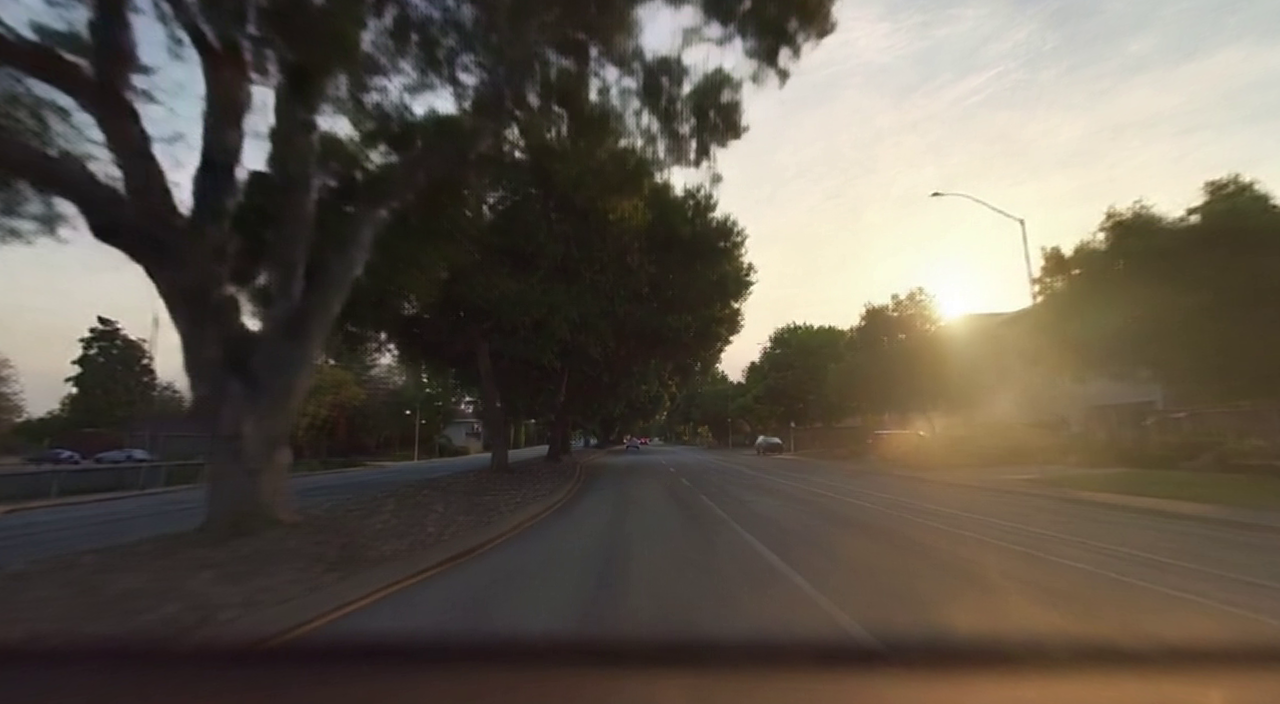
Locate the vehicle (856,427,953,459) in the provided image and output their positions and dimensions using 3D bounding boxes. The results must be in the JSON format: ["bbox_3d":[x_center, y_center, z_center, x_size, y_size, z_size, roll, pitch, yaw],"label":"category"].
[{"bbox_3d":[15.323,5.312,36.780,4.605,1.779,2.135,0,-9,-1],"label":"vehicle"}]

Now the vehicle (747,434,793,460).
[{"bbox_3d":[9.197,6.759,44.966,2.096,1.703,4.583,0,-9,-3],"label":"vehicle"}]
